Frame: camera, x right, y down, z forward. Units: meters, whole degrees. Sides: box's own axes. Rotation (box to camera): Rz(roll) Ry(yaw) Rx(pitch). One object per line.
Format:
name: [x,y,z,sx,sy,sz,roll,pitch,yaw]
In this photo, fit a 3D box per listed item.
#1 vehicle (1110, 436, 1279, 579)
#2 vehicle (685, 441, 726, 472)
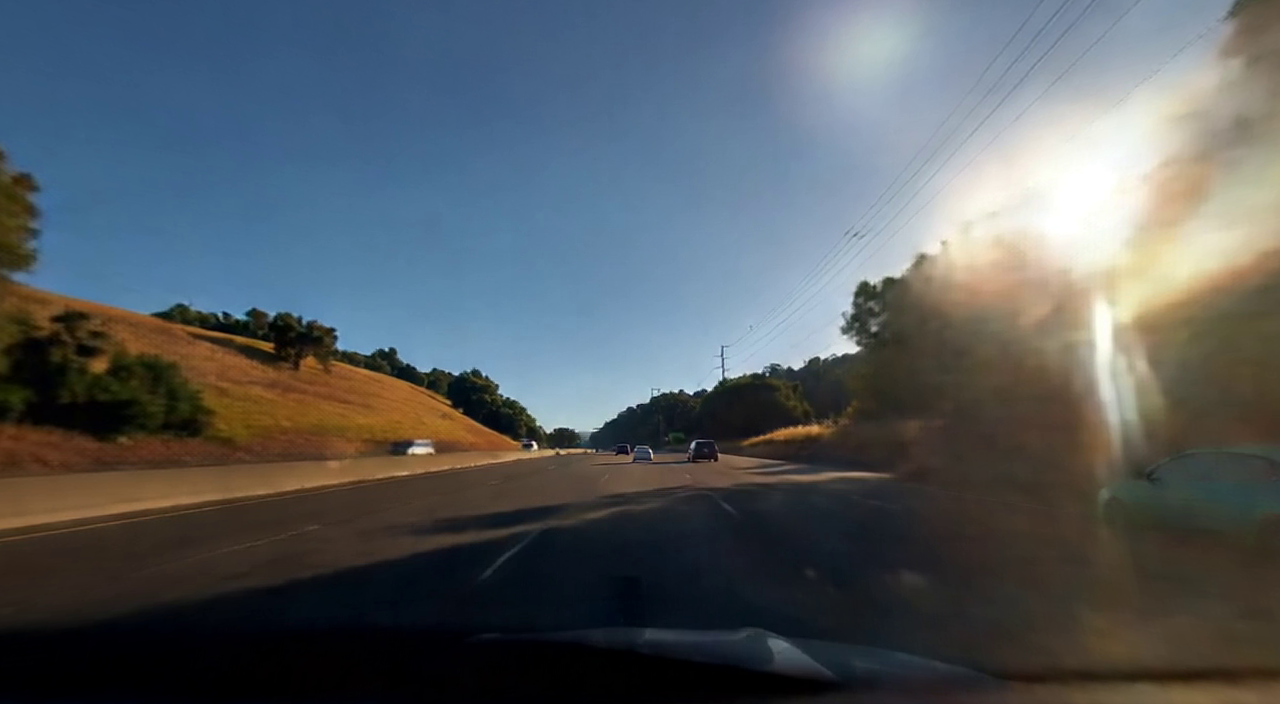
vehicle: [7.998,1.715,6.899,1.970,1.545,4.818,1,-8,0]
vehicle: [3.990,6.453,39.042,2.159,1.782,4.673,0,-9,2]
